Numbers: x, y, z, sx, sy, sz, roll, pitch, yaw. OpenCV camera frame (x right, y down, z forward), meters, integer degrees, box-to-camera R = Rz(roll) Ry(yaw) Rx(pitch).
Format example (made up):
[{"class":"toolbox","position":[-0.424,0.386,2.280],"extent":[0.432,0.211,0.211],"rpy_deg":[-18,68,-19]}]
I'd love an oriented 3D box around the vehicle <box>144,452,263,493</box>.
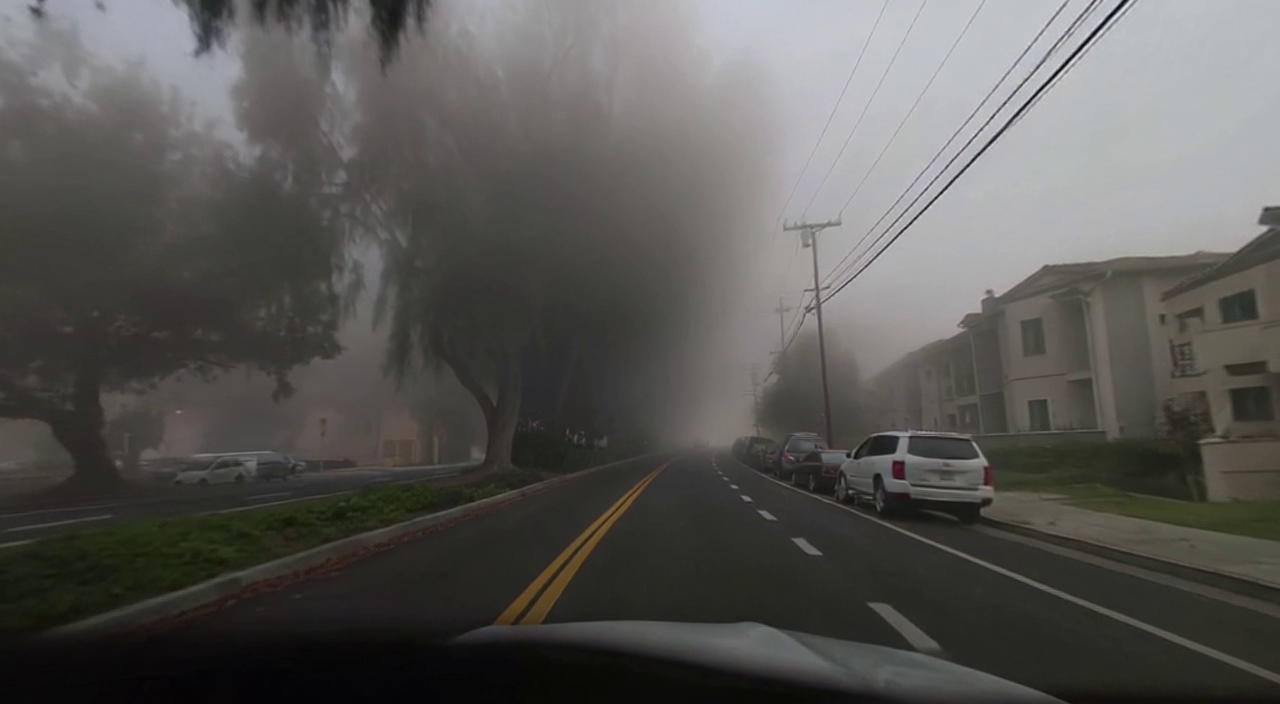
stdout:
[{"class":"vehicle","position":[-21.651,5.954,31.620],"extent":[2.060,1.814,5.097],"rpy_deg":[-1,-8,4]}]

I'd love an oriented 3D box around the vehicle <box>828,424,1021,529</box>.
[{"class":"vehicle","position":[5.152,2.289,12.143],"extent":[2.011,1.649,4.001],"rpy_deg":[-1,-8,3]}]

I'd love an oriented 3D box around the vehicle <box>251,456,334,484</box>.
[{"class":"vehicle","position":[-20.789,7.061,37.968],"extent":[1.909,1.451,4.757],"rpy_deg":[-1,-8,6]}]

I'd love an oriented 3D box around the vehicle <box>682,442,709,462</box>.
[{"class":"vehicle","position":[4.402,7.801,49.484],"extent":[2.011,1.480,4.170],"rpy_deg":[-1,-8,6]}]
